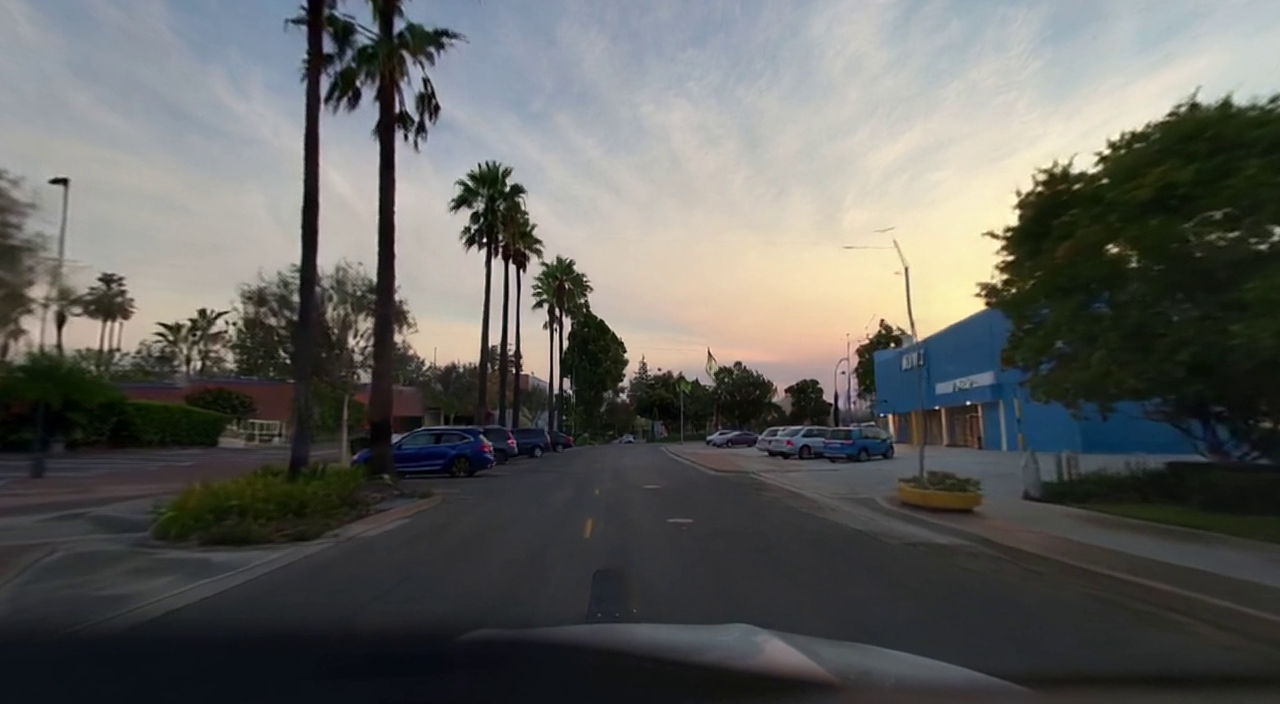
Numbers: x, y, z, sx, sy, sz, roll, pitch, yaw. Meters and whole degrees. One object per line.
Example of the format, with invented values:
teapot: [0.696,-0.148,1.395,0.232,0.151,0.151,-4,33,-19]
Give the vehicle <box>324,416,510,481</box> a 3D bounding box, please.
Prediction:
vehicle: [-7.101,3.102,20.319,5.210,1.834,2.281,5,-10,-30]

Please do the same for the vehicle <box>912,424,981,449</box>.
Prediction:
vehicle: [21.100,5.869,43.517,4.120,1.659,1.894,-5,-10,28]

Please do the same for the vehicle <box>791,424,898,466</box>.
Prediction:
vehicle: [9.267,4.197,28.582,4.509,1.759,2.077,5,-10,-30]
